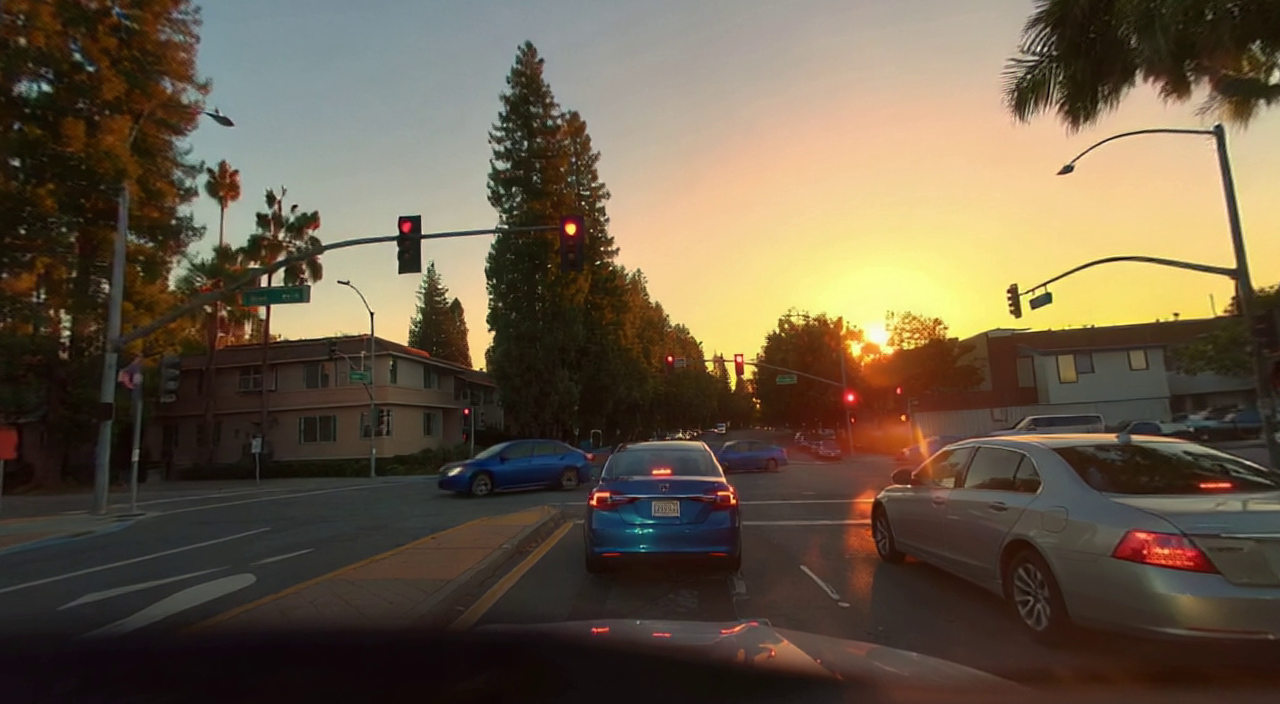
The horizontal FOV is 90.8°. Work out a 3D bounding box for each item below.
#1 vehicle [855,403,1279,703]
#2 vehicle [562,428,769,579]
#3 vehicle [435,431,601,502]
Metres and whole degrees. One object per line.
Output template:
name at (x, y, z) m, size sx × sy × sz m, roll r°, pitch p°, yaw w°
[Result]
vehicle at (3.640, 1.340, 5.437) m, size 1.888 × 1.486 × 4.681 m, roll 0°, pitch -9°, yaw -1°
vehicle at (0.289, 1.819, 8.333) m, size 2.090 × 1.505 × 3.756 m, roll -1°, pitch -9°, yaw 1°
vehicle at (-3.455, 3.329, 18.875) m, size 1.988 × 1.799 × 4.789 m, roll -6°, pitch -10°, yaw 35°
